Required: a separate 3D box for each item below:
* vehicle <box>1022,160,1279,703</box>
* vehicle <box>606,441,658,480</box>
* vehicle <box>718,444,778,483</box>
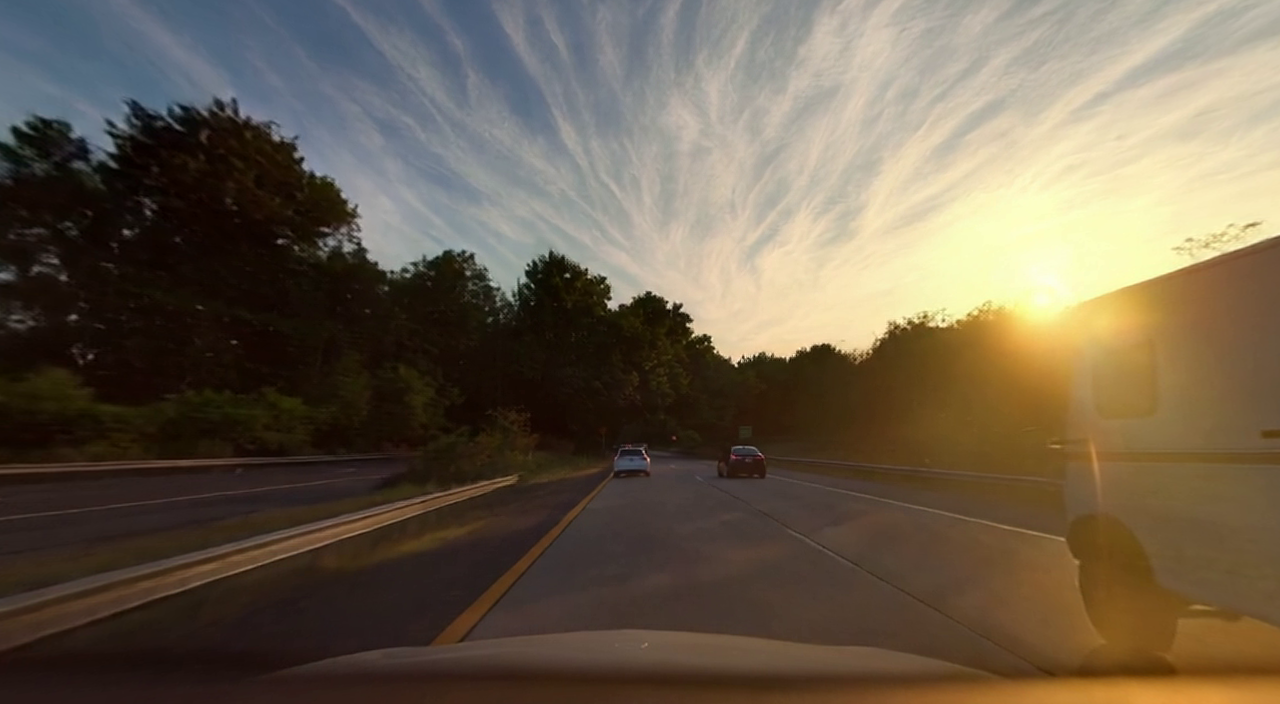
[{"bbox_3d":[4.674,0.206,1.736,2.745,2.832,7.035,0,-9,0],"label":"vehicle"},{"bbox_3d":[-0.340,4.805,28.132,2.120,1.575,4.018,0,-9,0],"label":"vehicle"},{"bbox_3d":[4.253,4.453,25.375,1.757,1.459,3.398,0,-9,-1],"label":"vehicle"}]
